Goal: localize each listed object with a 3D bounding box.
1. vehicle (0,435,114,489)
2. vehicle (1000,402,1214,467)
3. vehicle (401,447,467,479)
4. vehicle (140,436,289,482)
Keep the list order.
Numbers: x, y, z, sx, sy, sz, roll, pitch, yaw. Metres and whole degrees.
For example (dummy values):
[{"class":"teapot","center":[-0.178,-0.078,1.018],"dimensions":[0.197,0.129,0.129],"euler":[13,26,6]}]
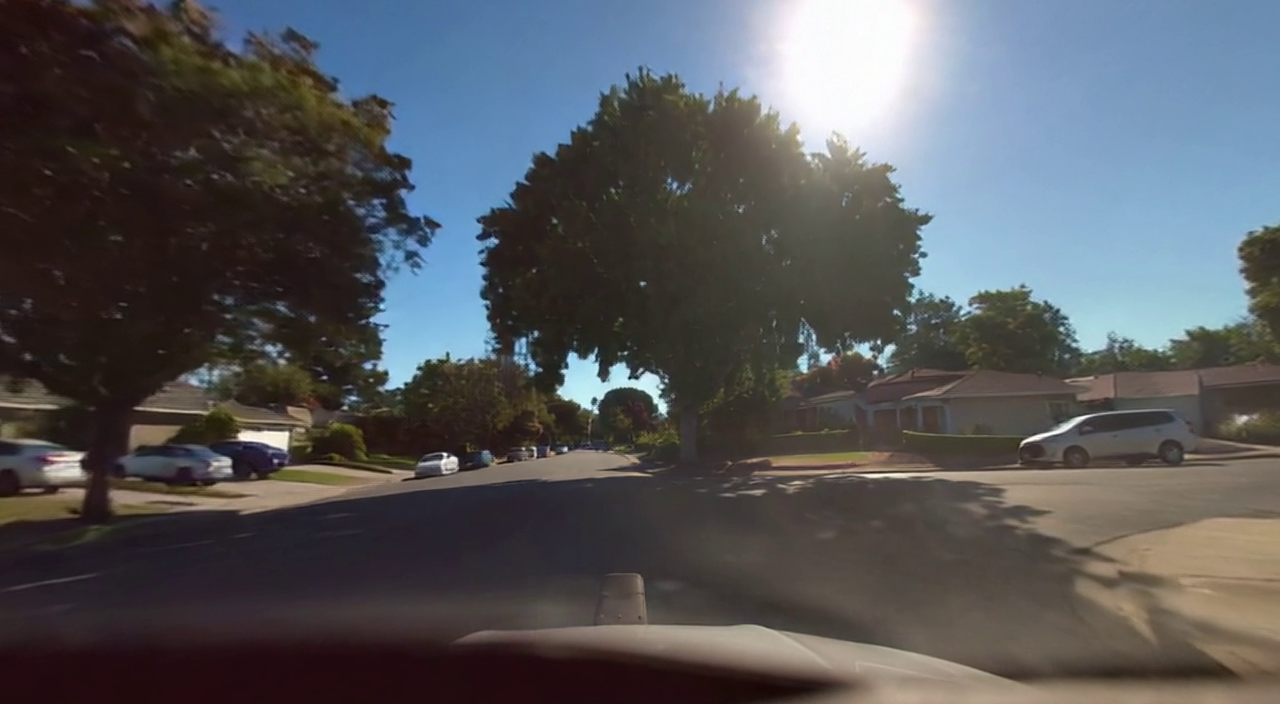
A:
[{"class":"vehicle","center":[-19.923,3.436,19.759],"dimensions":[1.829,1.584,4.748],"euler":[-4,-10,25]},{"class":"vehicle","center":[16.153,2.928,21.910],"dimensions":[6.088,2.084,2.337],"euler":[2,-10,-12]},{"class":"vehicle","center":[-10.442,5.641,32.273],"dimensions":[2.040,1.525,5.212],"euler":[1,-9,-5]},{"class":"vehicle","center":[-17.957,4.548,26.804],"dimensions":[4.683,1.849,2.044],"euler":[1,-9,-8]}]
